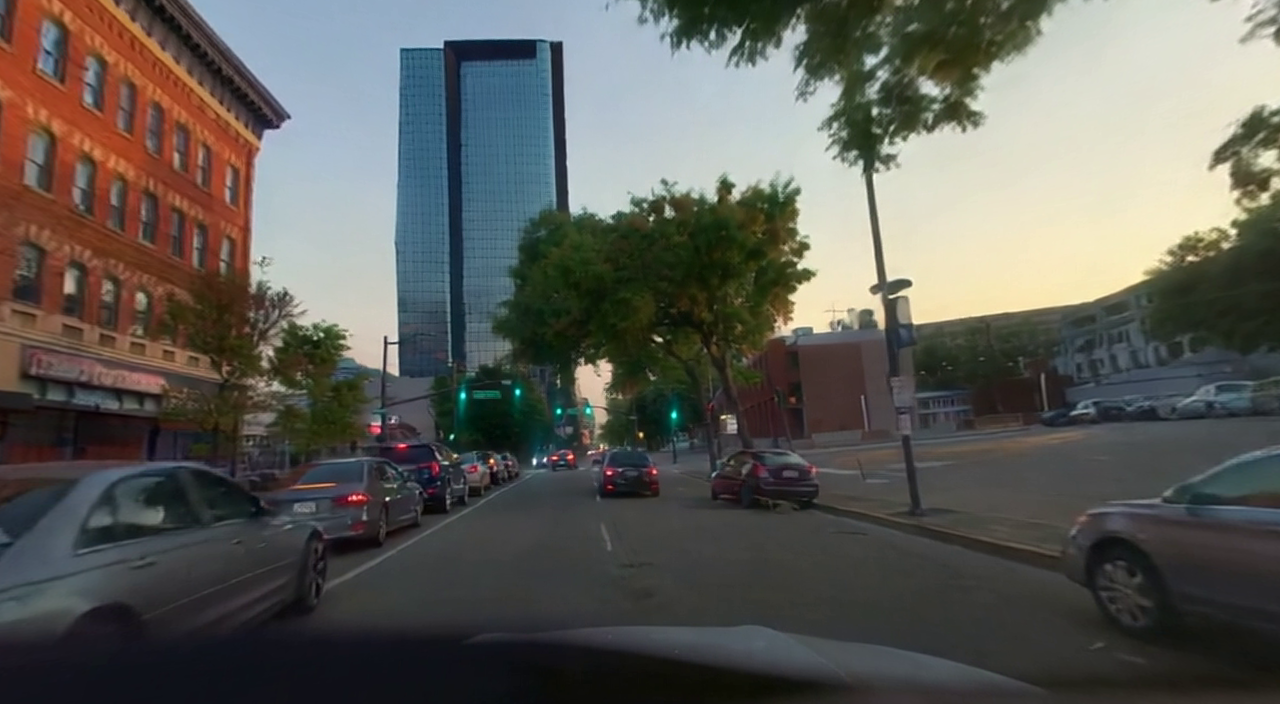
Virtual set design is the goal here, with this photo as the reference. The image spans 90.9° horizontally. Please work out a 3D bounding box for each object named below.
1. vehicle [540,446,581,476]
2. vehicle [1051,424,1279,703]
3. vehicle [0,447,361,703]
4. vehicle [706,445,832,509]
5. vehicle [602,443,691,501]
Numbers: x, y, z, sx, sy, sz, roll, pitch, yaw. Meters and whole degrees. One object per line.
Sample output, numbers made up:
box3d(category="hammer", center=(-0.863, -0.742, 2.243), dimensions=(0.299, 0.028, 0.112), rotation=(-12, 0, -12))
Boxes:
box3d(category="vehicle", center=(-4.434, 6.097, 35.525), dimensions=(2.102, 1.521, 4.078), rotation=(1, -8, -6))
box3d(category="vehicle", center=(4.331, 1.112, 2.973), dimensions=(1.986, 1.555, 3.879), rotation=(0, -8, -3))
box3d(category="vehicle", center=(-3.169, 1.225, 3.258), dimensions=(2.169, 1.427, 4.531), rotation=(1, -9, -11))
box3d(category="vehicle", center=(3.236, 3.223, 16.875), dimensions=(1.956, 1.446, 4.537), rotation=(1, -8, -7))
box3d(category="vehicle", center=(0.038, 3.463, 18.708), dimensions=(2.150, 1.464, 4.467), rotation=(1, -8, -5))
